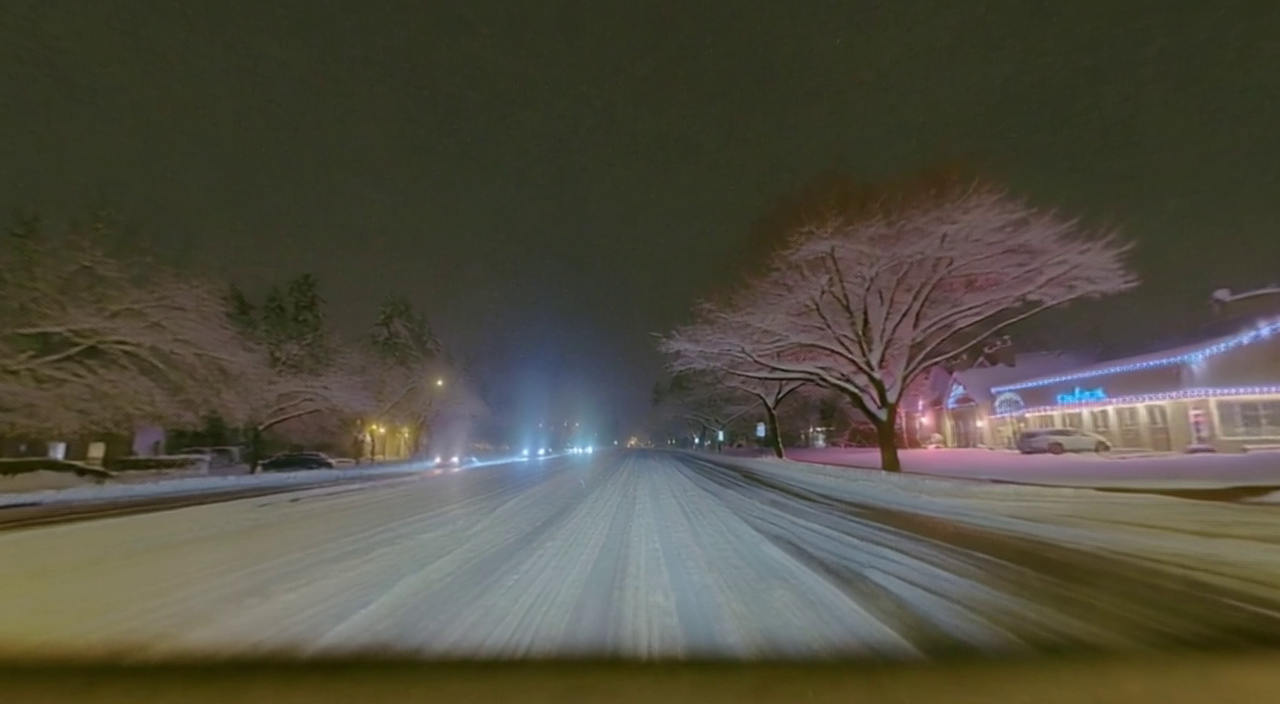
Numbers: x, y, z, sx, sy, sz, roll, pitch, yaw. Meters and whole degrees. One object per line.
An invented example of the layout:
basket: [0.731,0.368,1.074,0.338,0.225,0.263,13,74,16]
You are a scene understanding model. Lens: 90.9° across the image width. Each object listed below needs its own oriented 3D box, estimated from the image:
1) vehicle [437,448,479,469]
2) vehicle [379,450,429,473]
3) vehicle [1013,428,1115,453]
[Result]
vehicle: [-14.255,8.327,49.504,1.963,1.487,4.331,-2,-8,1]
vehicle: [-17.804,8.272,47.708,1.945,1.486,4.652,-2,-8,1]
vehicle: [25.984,5.463,38.892,4.942,1.435,1.987,-4,-9,28]
